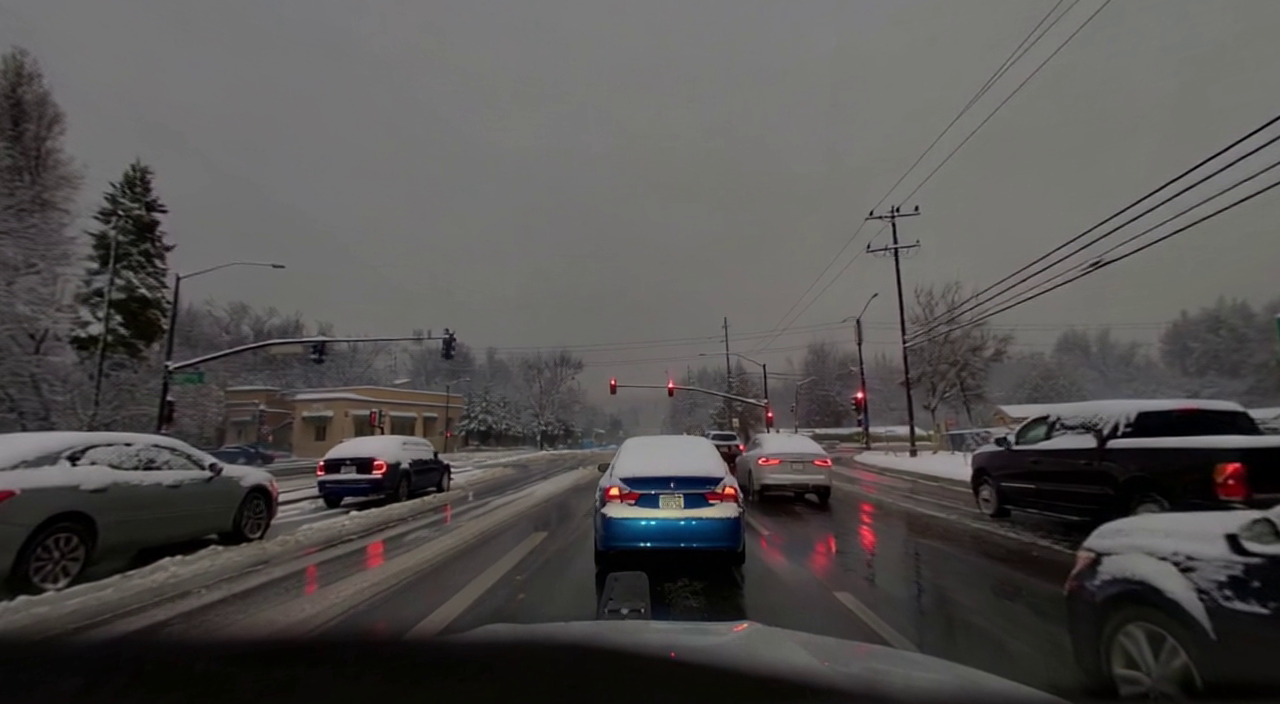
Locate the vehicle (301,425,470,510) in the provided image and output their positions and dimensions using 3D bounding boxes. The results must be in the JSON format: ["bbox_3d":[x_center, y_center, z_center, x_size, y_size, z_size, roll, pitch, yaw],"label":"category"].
[{"bbox_3d":[-6.245,2.883,16.355,2.070,1.824,5.196,-1,-8,2],"label":"vehicle"}]

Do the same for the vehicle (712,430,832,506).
[{"bbox_3d":[3.236,2.935,16.433,2.042,1.676,4.364,0,-8,-2],"label":"vehicle"}]

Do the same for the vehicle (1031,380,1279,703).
[{"bbox_3d":[3.084,0.746,1.343,1.870,1.523,4.096,0,-8,0],"label":"vehicle"}]

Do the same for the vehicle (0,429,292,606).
[{"bbox_3d":[-6.406,1.710,7.374,1.955,1.497,4.639,-1,-8,1],"label":"vehicle"}]

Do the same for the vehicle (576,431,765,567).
[{"bbox_3d":[0.323,1.926,9.072,2.109,1.483,3.964,0,-8,0],"label":"vehicle"}]

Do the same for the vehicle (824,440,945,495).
[{"bbox_3d":[7.266,3.444,19.305,1.867,1.459,4.436,0,-8,-1],"label":"vehicle"}]
